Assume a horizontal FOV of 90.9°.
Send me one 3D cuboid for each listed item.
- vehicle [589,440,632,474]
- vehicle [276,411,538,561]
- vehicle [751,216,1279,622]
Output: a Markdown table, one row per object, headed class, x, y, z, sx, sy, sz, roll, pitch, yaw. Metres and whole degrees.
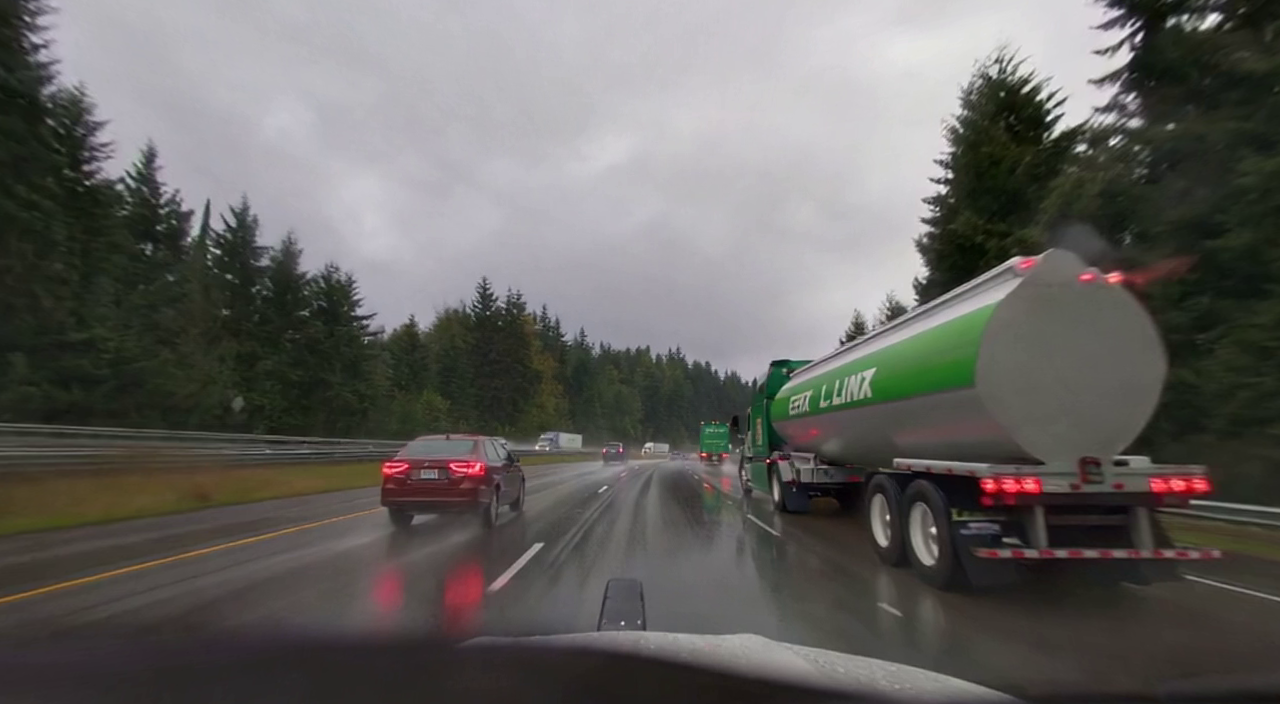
| class | x | y | z | sx | sy | sz | roll | pitch | yaw |
| --- | --- | --- | --- | --- | --- | --- | --- | --- | --- |
| vehicle | -1.796 | 6.732 | 40.585 | 2.201 | 2.038 | 5.065 | -1 | -9 | 4 |
| vehicle | -3.074 | 1.903 | 9.585 | 2.205 | 1.728 | 4.397 | 0 | -9 | 1 |
| vehicle | 4.387 | 1.389 | 11.182 | 2.732 | 3.585 | 11.338 | 0 | -9 | 0 |
